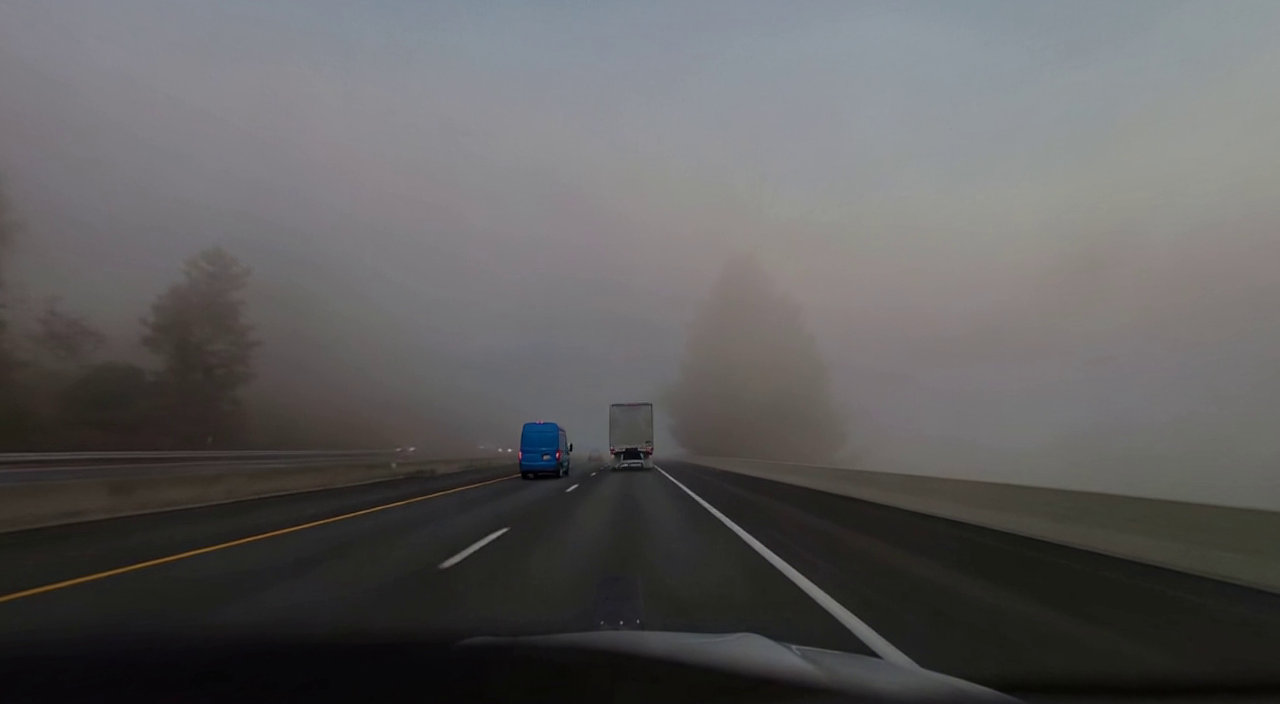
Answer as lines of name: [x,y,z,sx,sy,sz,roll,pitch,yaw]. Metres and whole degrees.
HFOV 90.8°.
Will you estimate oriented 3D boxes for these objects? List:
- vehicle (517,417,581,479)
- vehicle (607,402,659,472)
vehicle: [-4.459,4.886,32.015,2.357,2.786,6.144,0,-9,-1]
vehicle: [-0.488,5.696,41.447,2.995,4.036,10.311,0,-9,-1]
